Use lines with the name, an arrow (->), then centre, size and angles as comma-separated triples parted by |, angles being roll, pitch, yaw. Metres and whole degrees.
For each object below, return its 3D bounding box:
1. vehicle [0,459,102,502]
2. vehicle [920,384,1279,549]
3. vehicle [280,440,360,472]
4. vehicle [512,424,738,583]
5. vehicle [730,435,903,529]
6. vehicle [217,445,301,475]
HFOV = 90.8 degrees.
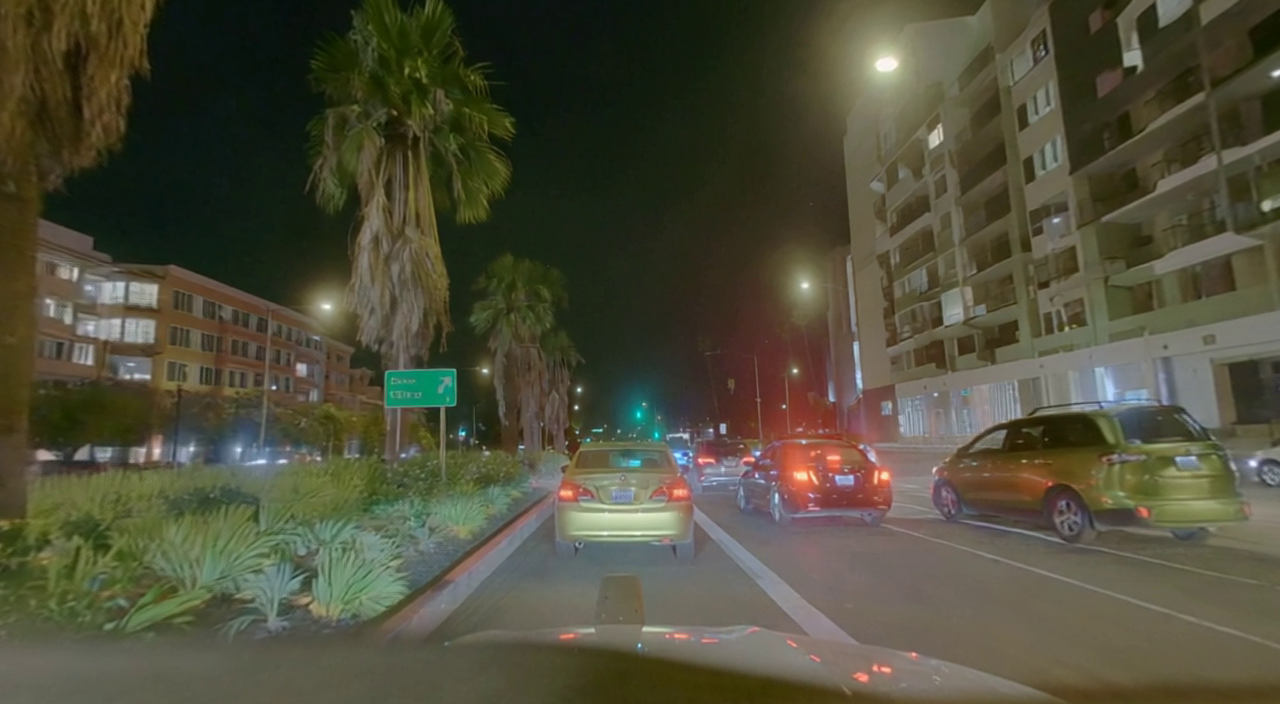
vehicle -> -23.638, 4.861, 24.151 | 1.972, 1.425, 4.765 | 0, -8, 0
vehicle -> 7.205, 1.861, 10.845 | 2.254, 2.072, 5.577 | 0, -8, 0
vehicle -> -20.607, 6.698, 40.994 | 2.306, 1.880, 5.537 | 0, -8, -1
vehicle -> -0.159, 1.747, 8.070 | 2.158, 1.498, 3.919 | 0, -8, 0
vehicle -> 3.092, 2.370, 12.181 | 1.925, 1.451, 4.436 | 0, -8, -2
vehicle -> -24.004, 6.783, 40.066 | 2.055, 1.759, 5.200 | 0, -8, 0
